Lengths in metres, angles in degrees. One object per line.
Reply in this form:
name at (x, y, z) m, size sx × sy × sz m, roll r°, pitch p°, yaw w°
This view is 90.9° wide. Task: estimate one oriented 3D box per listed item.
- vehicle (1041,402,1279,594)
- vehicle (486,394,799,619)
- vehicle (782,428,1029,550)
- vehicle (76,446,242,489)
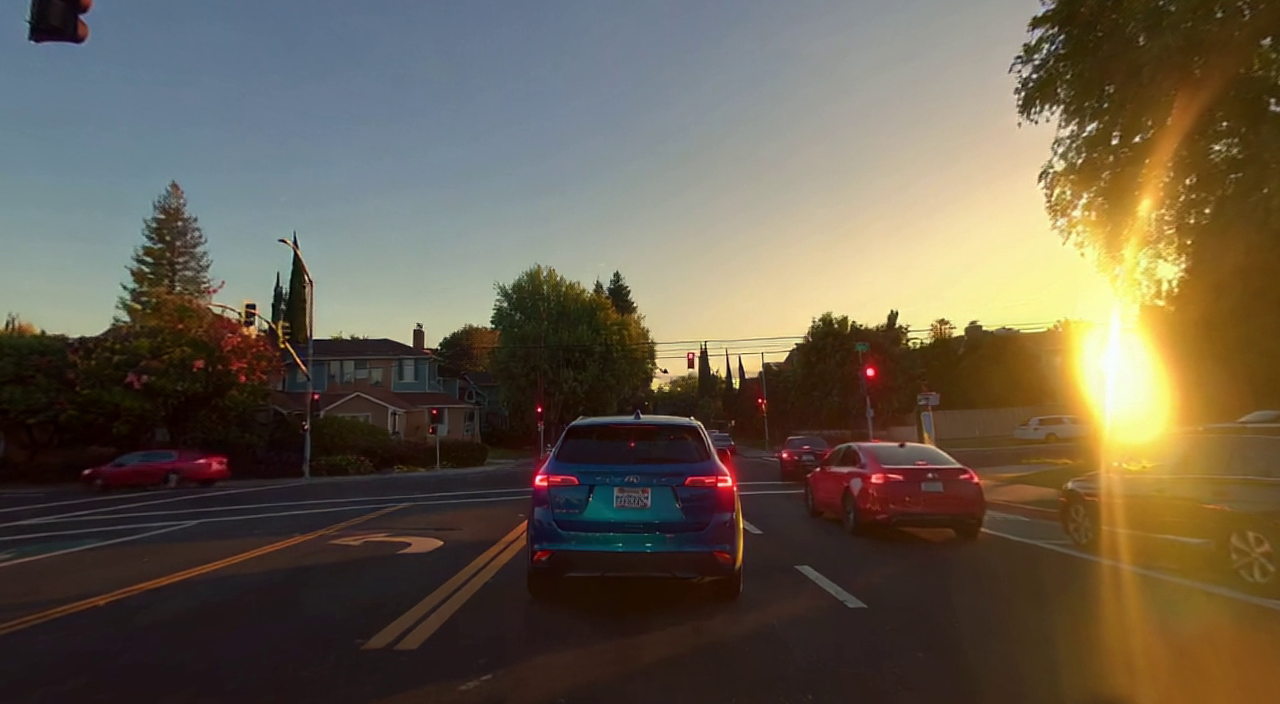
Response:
vehicle at (7.025, 1.534, 7.033) m, size 1.989 × 1.791 × 4.735 m, roll 0°, pitch -8°, yaw 1°
vehicle at (0.052, 1.472, 6.952) m, size 2.322 × 1.667 × 4.367 m, roll 0°, pitch -8°, yaw 1°
vehicle at (3.898, 2.082, 10.403) m, size 2.077 × 1.527 × 4.755 m, roll 0°, pitch -8°, yaw 1°
vehicle at (-18.271, 4.375, 24.260) m, size 4.723 × 1.486 × 1.800 m, roll 4°, pitch -9°, yaw -25°
